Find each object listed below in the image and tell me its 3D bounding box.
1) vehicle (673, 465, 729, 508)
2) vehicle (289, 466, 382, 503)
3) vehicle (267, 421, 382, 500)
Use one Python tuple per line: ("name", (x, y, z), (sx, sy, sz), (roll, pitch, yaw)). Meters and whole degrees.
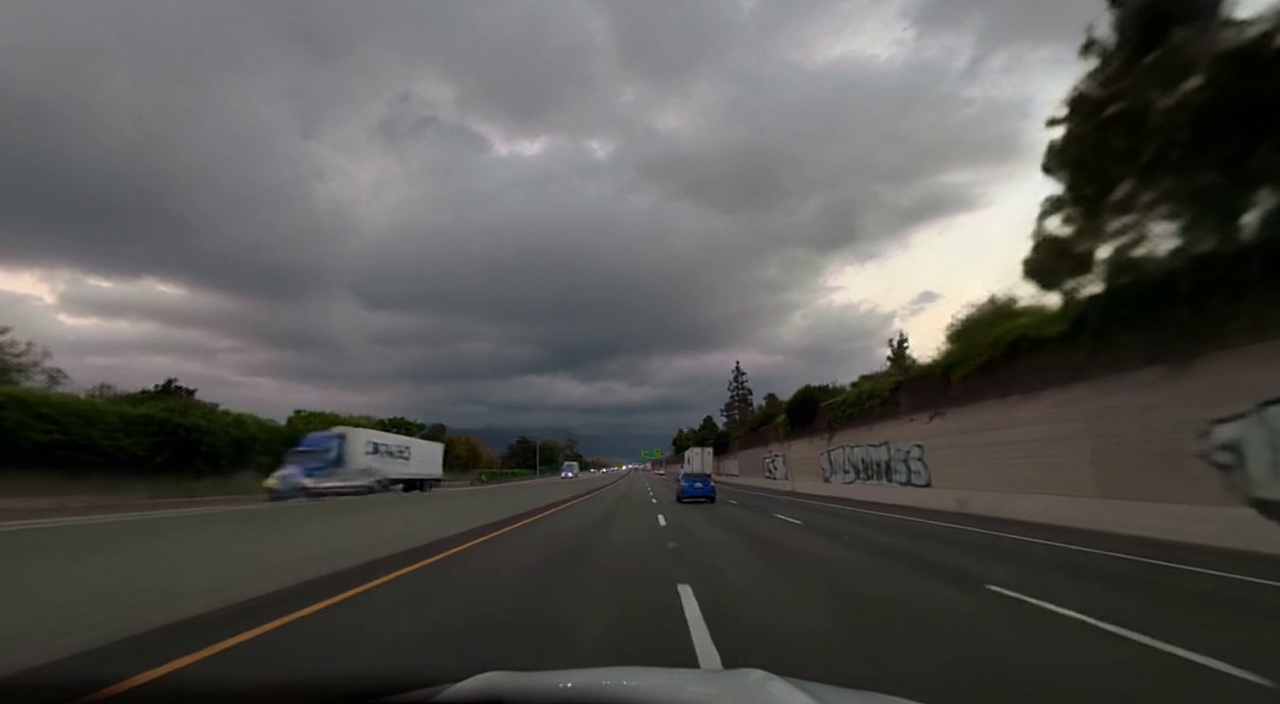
("vehicle", (2.544, 5.704, 27.001), (2.011, 1.574, 3.512), (2, -10, 0))
("vehicle", (-13.529, 5.912, 28.321), (1.914, 1.479, 4.291), (1, -11, 1))
("vehicle", (-17.305, 6.076, 35.126), (3.016, 3.955, 6.020), (1, -10, 0))
